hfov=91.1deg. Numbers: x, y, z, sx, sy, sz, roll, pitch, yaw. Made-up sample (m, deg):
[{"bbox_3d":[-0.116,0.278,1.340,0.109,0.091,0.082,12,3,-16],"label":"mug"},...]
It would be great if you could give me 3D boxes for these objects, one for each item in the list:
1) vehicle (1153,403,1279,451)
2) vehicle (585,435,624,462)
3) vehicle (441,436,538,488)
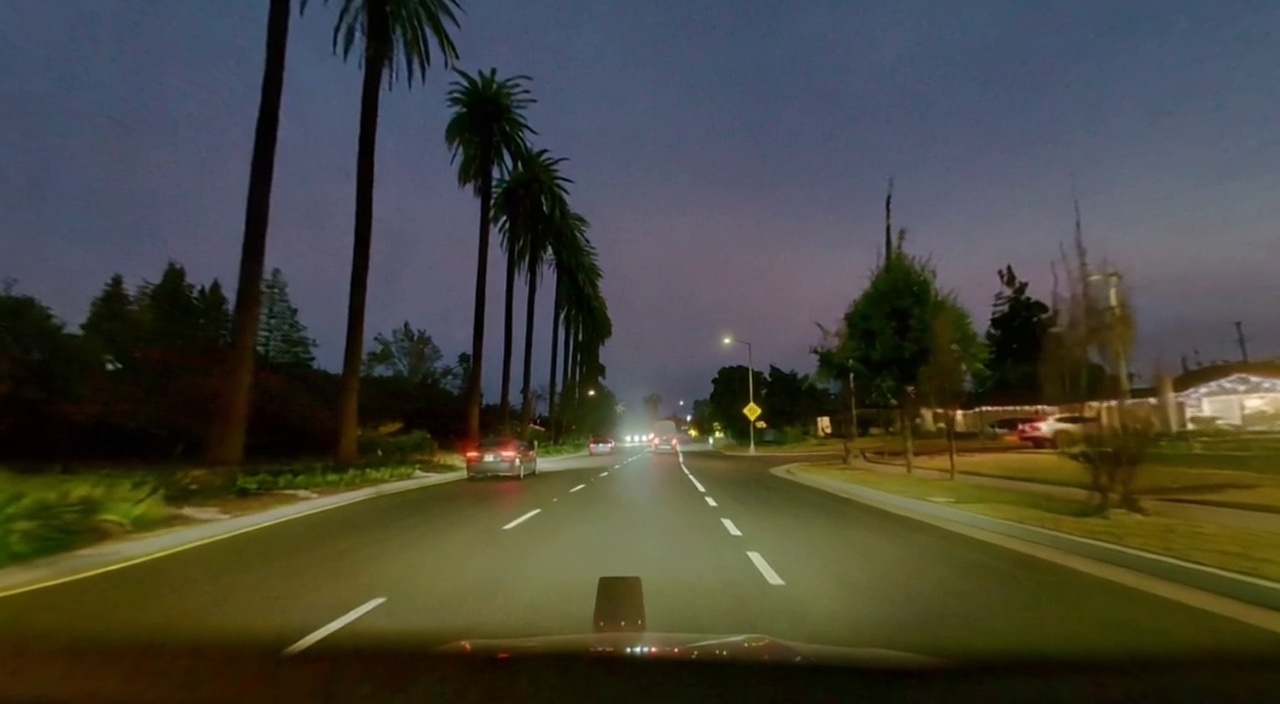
[{"bbox_3d":[21.459,2.692,22.420,4.366,1.617,2.096,0,-8,0],"label":"vehicle"},{"bbox_3d":[-2.437,6.860,44.740,2.188,1.819,4.667,-1,-8,4],"label":"vehicle"},{"bbox_3d":[-4.625,3.444,20.020,2.036,1.478,4.508,0,-8,-1],"label":"vehicle"}]
